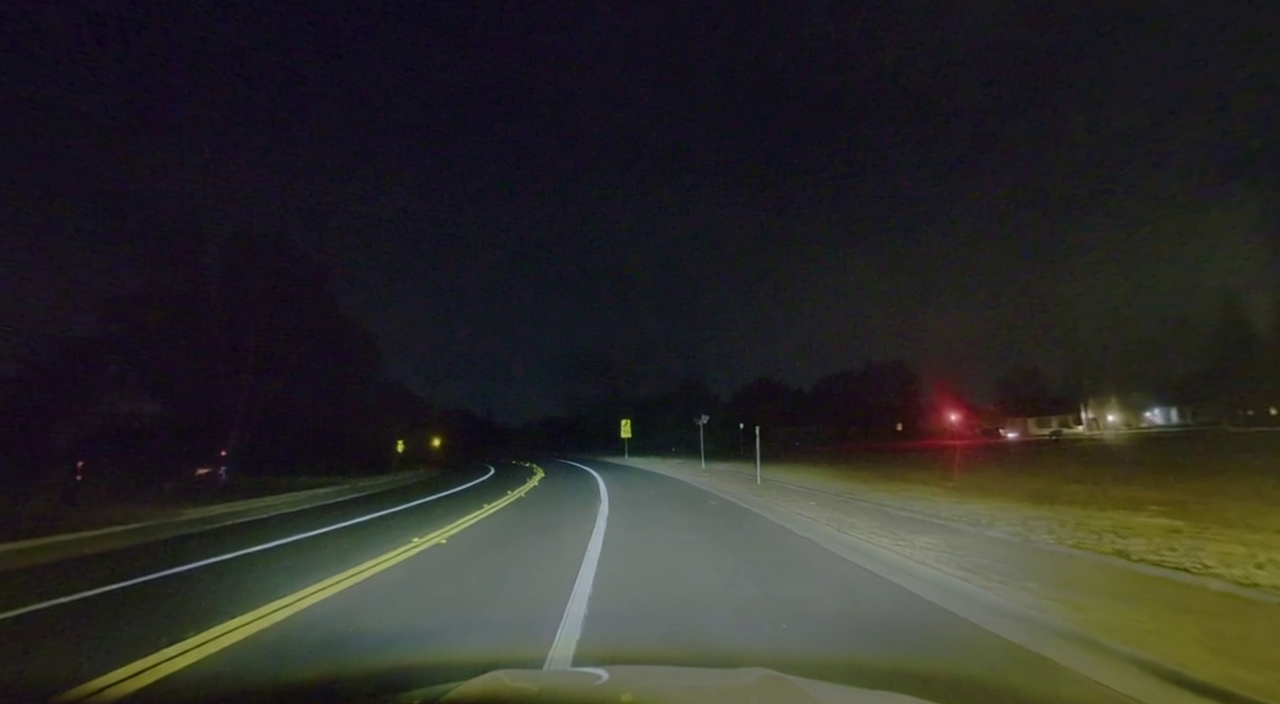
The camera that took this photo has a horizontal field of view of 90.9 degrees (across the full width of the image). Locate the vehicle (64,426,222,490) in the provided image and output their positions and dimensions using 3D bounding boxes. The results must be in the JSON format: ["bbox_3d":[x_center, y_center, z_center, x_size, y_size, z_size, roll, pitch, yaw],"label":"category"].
[{"bbox_3d":[-17.185,3.644,21.819,4.699,1.996,2.116,-4,-9,23],"label":"vehicle"}]
